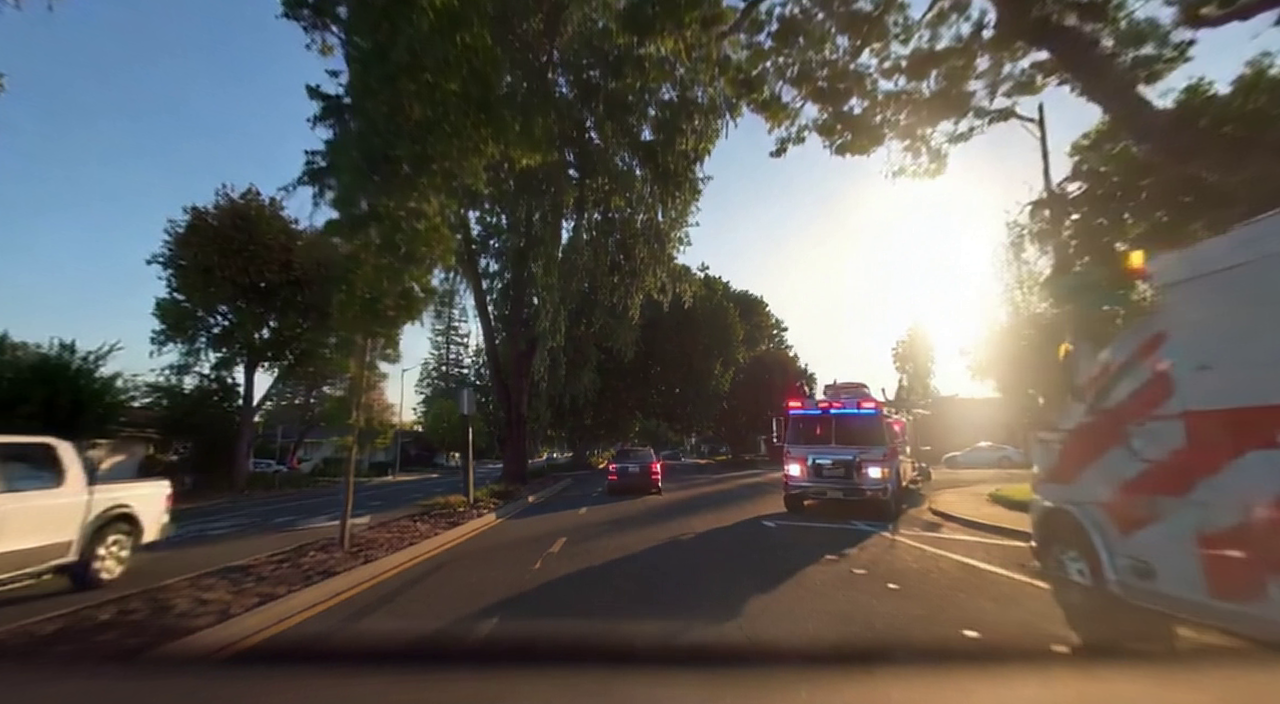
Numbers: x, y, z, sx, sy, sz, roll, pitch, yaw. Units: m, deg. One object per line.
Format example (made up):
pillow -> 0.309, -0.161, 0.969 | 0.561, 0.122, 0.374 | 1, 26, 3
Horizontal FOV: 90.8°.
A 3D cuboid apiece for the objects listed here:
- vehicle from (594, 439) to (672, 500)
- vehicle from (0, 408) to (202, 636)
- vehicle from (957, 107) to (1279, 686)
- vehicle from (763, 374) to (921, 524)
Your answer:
vehicle -> -0.163, 3.476, 19.096 | 2.106, 1.655, 3.717 | 0, -8, 1
vehicle -> -6.407, 1.417, 5.270 | 2.165, 1.876, 4.903 | 0, -8, -3
vehicle -> 5.129, 0.012, 2.179 | 2.885, 3.246, 9.408 | 0, -10, -2
vehicle -> 5.085, 2.365, 15.201 | 2.654, 2.824, 5.794 | -7, -11, 24
